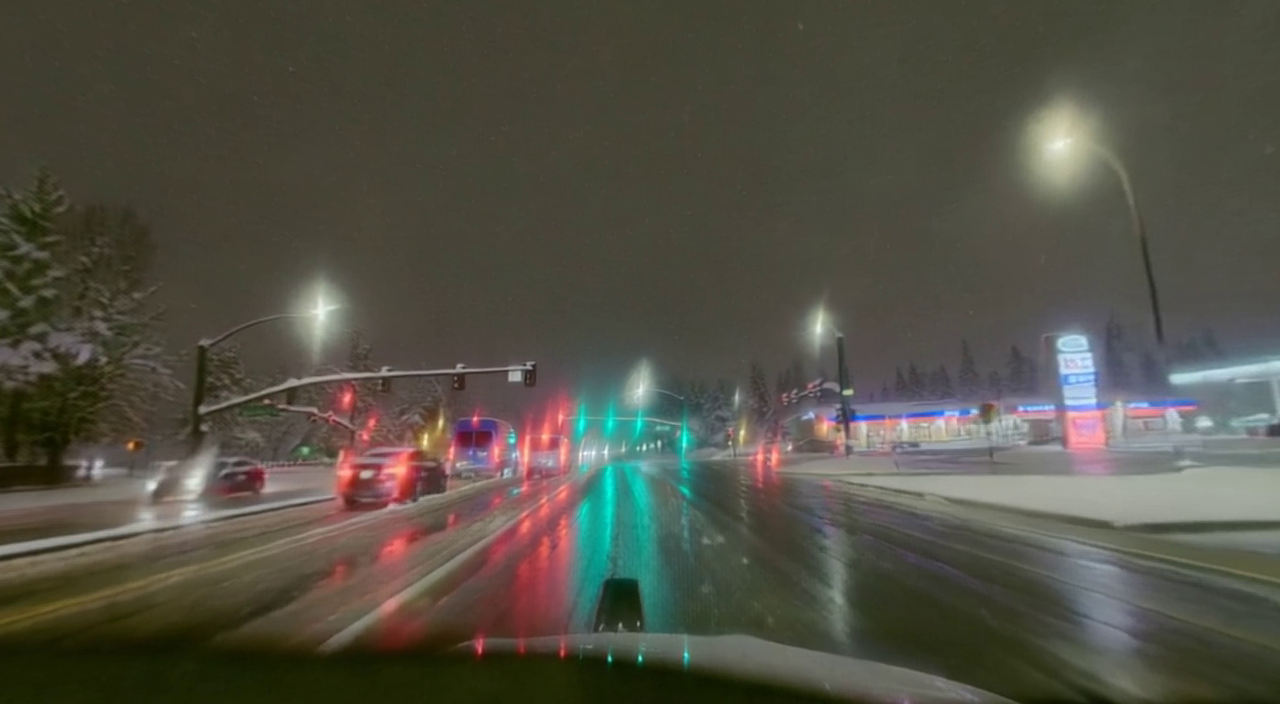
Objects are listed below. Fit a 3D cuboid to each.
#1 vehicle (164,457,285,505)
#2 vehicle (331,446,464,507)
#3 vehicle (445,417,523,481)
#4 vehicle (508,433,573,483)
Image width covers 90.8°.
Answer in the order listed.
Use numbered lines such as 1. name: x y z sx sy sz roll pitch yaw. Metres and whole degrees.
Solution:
1. vehicle: -16.238 5.014 24.999 2.045 1.621 4.220 0 -9 -3
2. vehicle: -6.696 3.448 18.107 1.993 1.490 4.768 0 -9 -1
3. vehicle: -7.185 4.577 29.788 2.405 2.696 5.561 0 -9 -2
4. vehicle: -4.399 4.778 28.784 2.206 2.007 5.190 0 -9 -1
